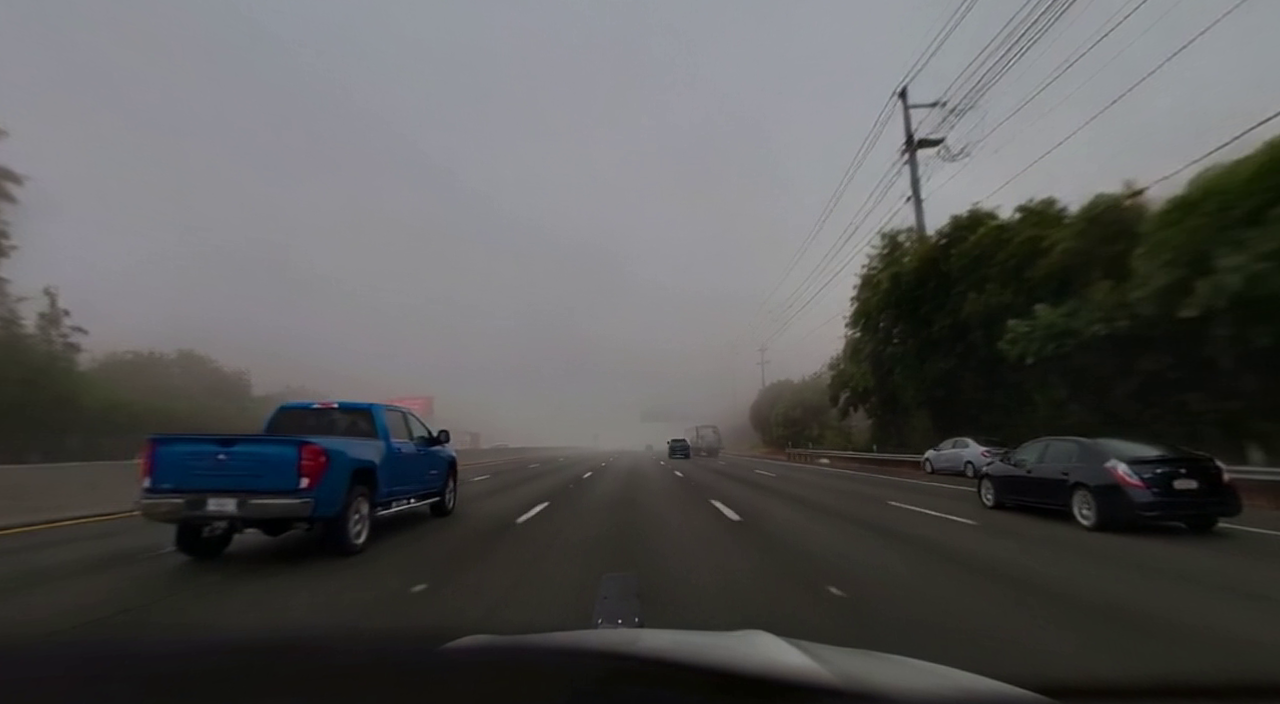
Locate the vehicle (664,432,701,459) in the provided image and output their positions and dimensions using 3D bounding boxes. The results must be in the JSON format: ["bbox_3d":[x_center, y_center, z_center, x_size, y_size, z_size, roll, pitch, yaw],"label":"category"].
[{"bbox_3d":[3.320,7.424,49.970,2.484,2.024,5.265,0,-8,-1],"label":"vehicle"}]

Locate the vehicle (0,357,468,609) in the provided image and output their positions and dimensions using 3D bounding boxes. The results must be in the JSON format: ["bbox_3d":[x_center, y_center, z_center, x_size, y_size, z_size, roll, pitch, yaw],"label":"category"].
[{"bbox_3d":[-4.381,1.500,8.229,2.508,2.023,6.176,0,-8,0],"label":"vehicle"}]

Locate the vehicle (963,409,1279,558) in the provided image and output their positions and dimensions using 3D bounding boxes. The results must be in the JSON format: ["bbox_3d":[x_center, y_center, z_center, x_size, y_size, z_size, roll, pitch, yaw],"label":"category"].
[{"bbox_3d":[6.961,1.794,9.307,1.976,1.646,4.370,0,-8,-1],"label":"vehicle"}]
